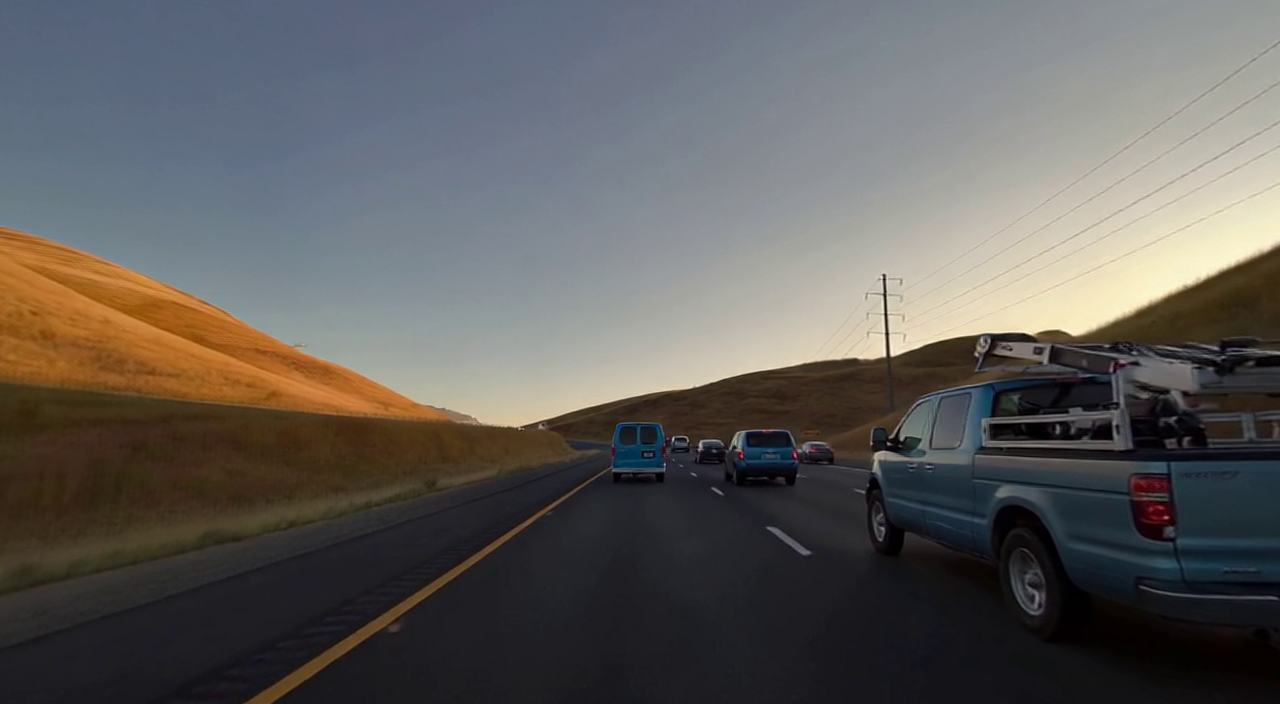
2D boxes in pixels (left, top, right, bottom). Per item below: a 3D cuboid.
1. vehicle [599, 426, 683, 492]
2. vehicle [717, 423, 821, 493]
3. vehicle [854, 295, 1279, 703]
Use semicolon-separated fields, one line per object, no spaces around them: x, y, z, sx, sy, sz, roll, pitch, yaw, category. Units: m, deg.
0.053;3.226;19.331;2.268;1.772;4.523;0;-8;1;vehicle
3.634;3.095;18.750;2.139;1.821;4.480;0;-8;0;vehicle
3.903;1.030;4.540;2.691;1.901;5.744;0;-8;0;vehicle
